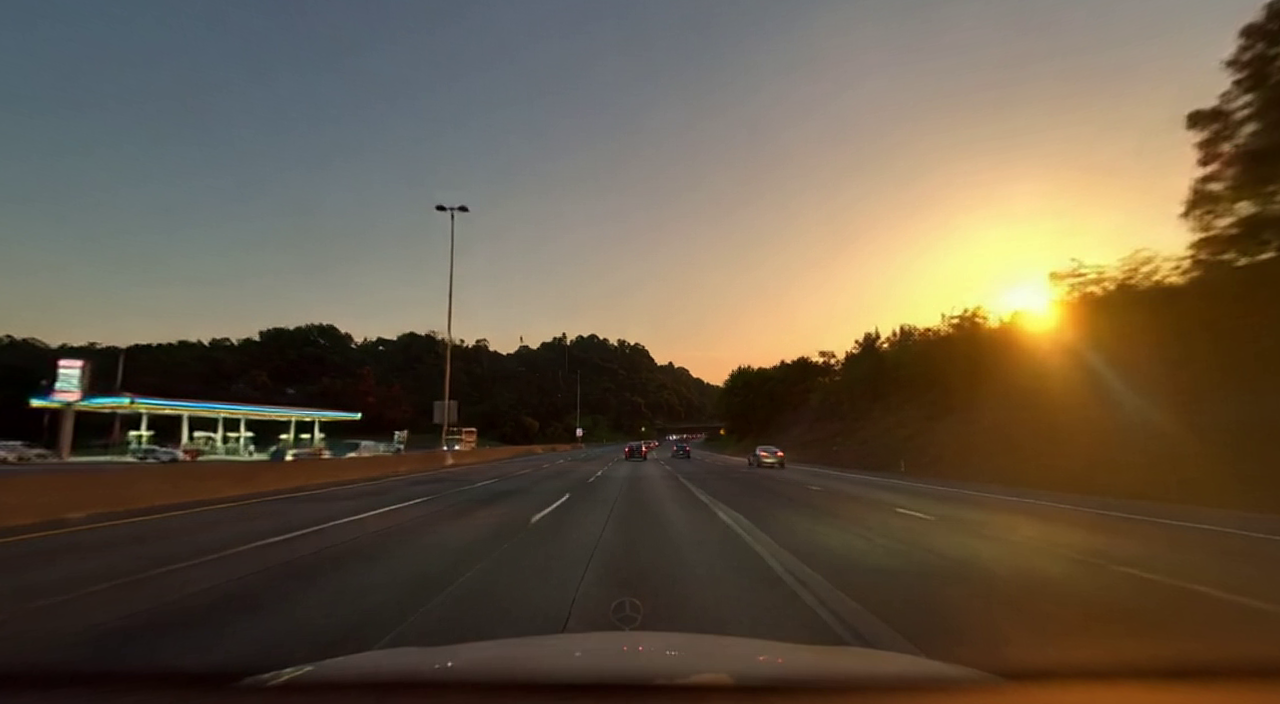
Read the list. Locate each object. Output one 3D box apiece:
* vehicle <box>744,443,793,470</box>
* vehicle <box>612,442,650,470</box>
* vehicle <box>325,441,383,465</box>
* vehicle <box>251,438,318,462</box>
[{"bbox_3d":[7.538,6.146,37.400,1.867,1.463,4.295,0,-8,-1],"label":"vehicle"},{"bbox_3d":[-0.495,5.739,35.017,1.999,1.473,4.351,0,-8,-1],"label":"vehicle"},{"bbox_3d":[-18.541,6.570,41.080,1.817,1.463,4.068,0,-8,1],"label":"vehicle"},{"bbox_3d":[-26.795,7.436,47.783,1.987,1.678,5.218,0,-8,1],"label":"vehicle"}]
